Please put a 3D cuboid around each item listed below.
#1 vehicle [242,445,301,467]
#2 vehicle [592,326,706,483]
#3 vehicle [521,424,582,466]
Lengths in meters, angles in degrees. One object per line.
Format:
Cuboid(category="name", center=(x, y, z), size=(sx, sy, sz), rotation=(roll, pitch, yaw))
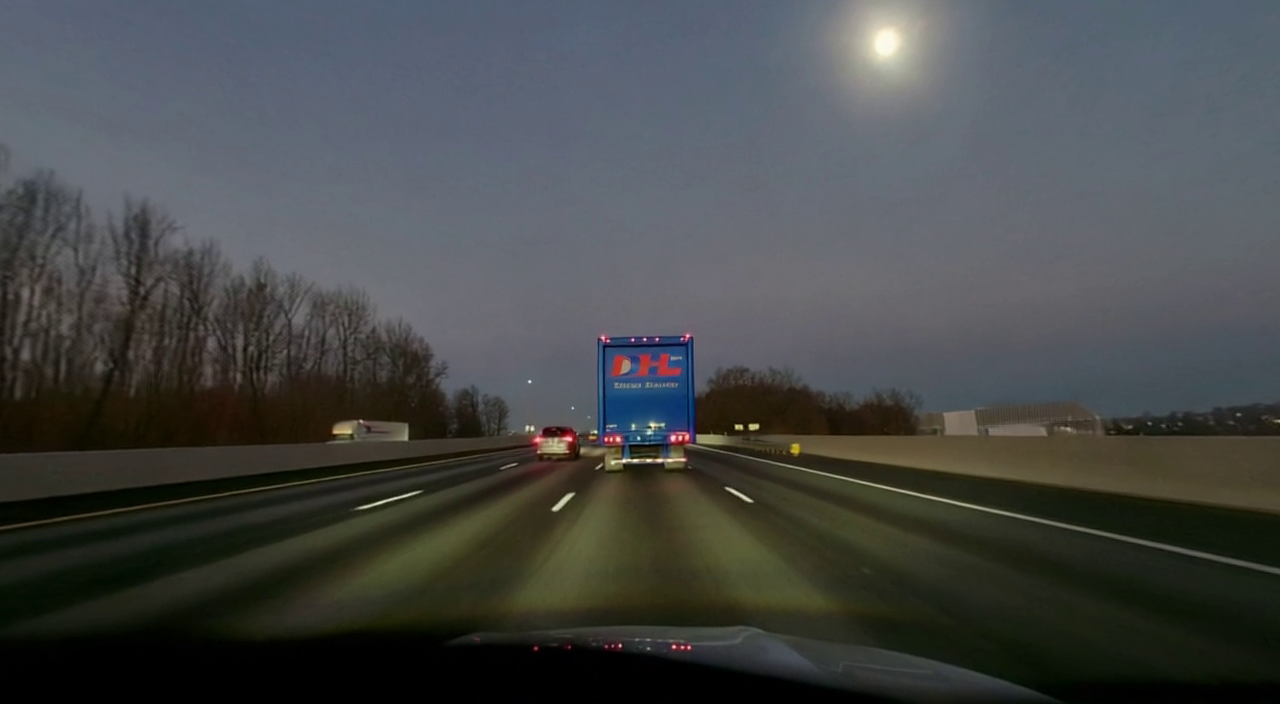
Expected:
Cuboid(category="vehicle", center=(-26.655, 7.504, 45.602), size=(1.788, 1.507, 4.100), rotation=(0, -8, 0))
Cuboid(category="vehicle", center=(0.152, 1.972, 21.341), size=(3.011, 4.211, 8.926), rotation=(0, -8, -1))
Cuboid(category="vehicle", center=(-4.100, 4.382, 29.937), size=(2.394, 1.787, 5.186), rotation=(0, -8, -3))
